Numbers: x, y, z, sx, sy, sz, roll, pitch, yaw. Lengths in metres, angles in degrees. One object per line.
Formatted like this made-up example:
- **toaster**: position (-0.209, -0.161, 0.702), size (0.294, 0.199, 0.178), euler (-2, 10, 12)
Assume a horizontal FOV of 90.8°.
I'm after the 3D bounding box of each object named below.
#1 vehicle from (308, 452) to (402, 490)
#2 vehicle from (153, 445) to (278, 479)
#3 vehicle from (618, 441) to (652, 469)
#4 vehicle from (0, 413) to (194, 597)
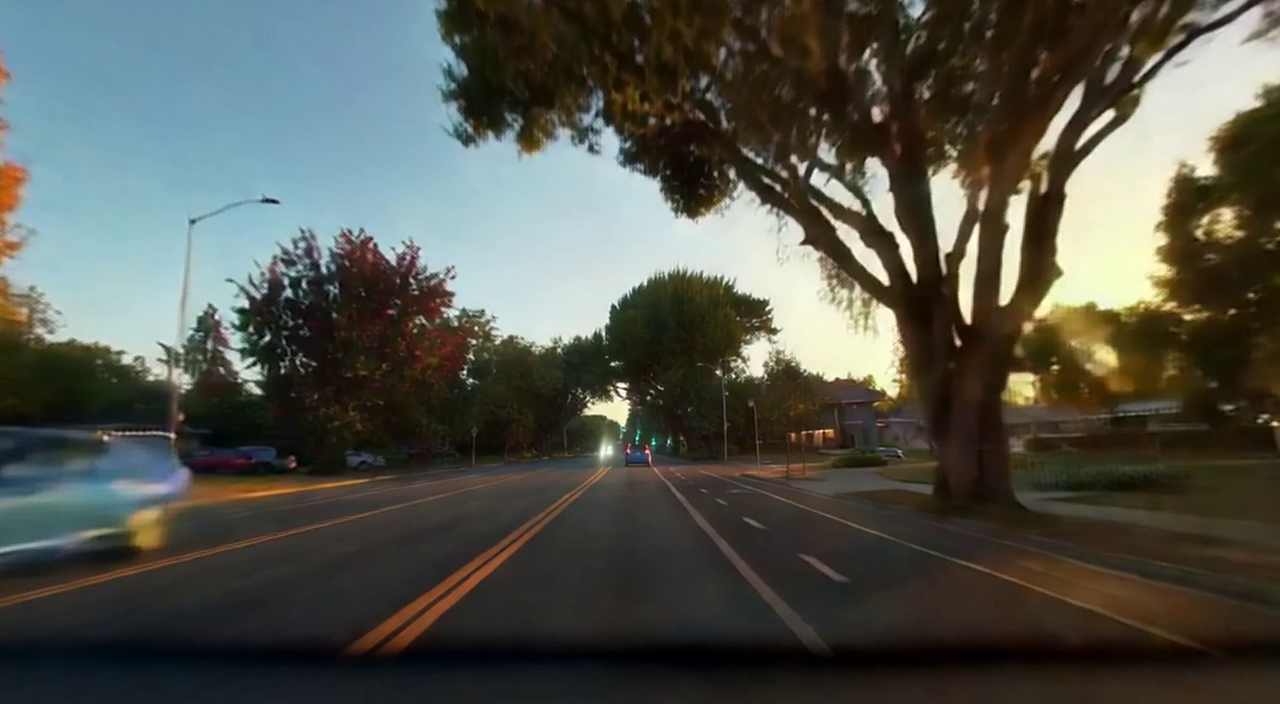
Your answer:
- **vehicle**: position (-12.424, 5.207, 27.918), size (2.090, 1.478, 4.376), euler (0, -8, 1)
- **vehicle**: position (-21.106, 5.474, 31.542), size (4.773, 1.625, 1.933), euler (0, -8, -2)
- **vehicle**: position (-0.310, 7.063, 43.603), size (2.230, 1.827, 4.298), euler (0, -8, 0)
- **vehicle**: position (-7.069, 1.494, 6.310), size (2.065, 1.719, 4.265), euler (0, -8, 0)
